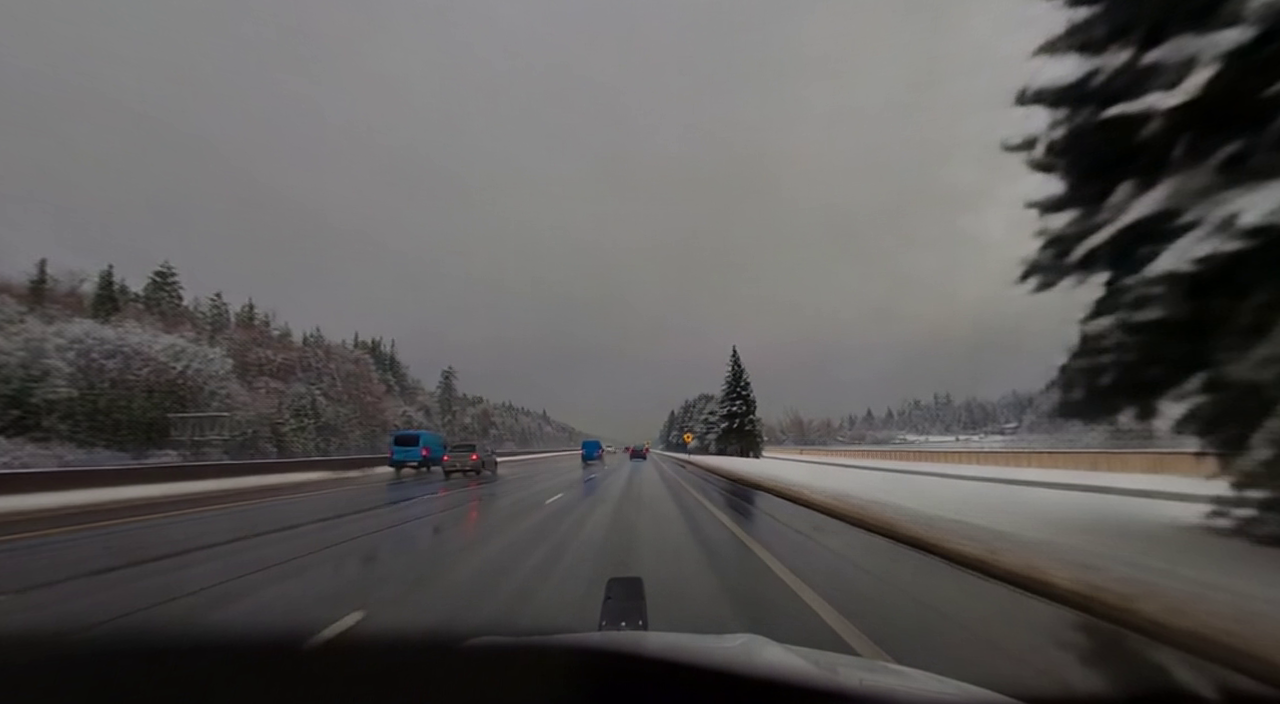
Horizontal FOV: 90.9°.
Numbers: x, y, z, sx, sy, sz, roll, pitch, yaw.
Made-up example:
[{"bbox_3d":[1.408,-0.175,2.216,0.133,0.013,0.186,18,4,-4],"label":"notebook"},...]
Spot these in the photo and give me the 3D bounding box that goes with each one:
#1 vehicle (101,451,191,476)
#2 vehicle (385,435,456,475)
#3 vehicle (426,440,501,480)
[{"bbox_3d":[-31.687,7.123,40.643,2.068,1.476,4.548,0,-8,0],"label":"vehicle"},{"bbox_3d":[-11.016,5.202,32.067,1.977,1.870,4.525,0,-8,0],"label":"vehicle"},{"bbox_3d":[-7.544,4.637,27.320,2.014,1.598,4.015,0,-8,1],"label":"vehicle"}]
